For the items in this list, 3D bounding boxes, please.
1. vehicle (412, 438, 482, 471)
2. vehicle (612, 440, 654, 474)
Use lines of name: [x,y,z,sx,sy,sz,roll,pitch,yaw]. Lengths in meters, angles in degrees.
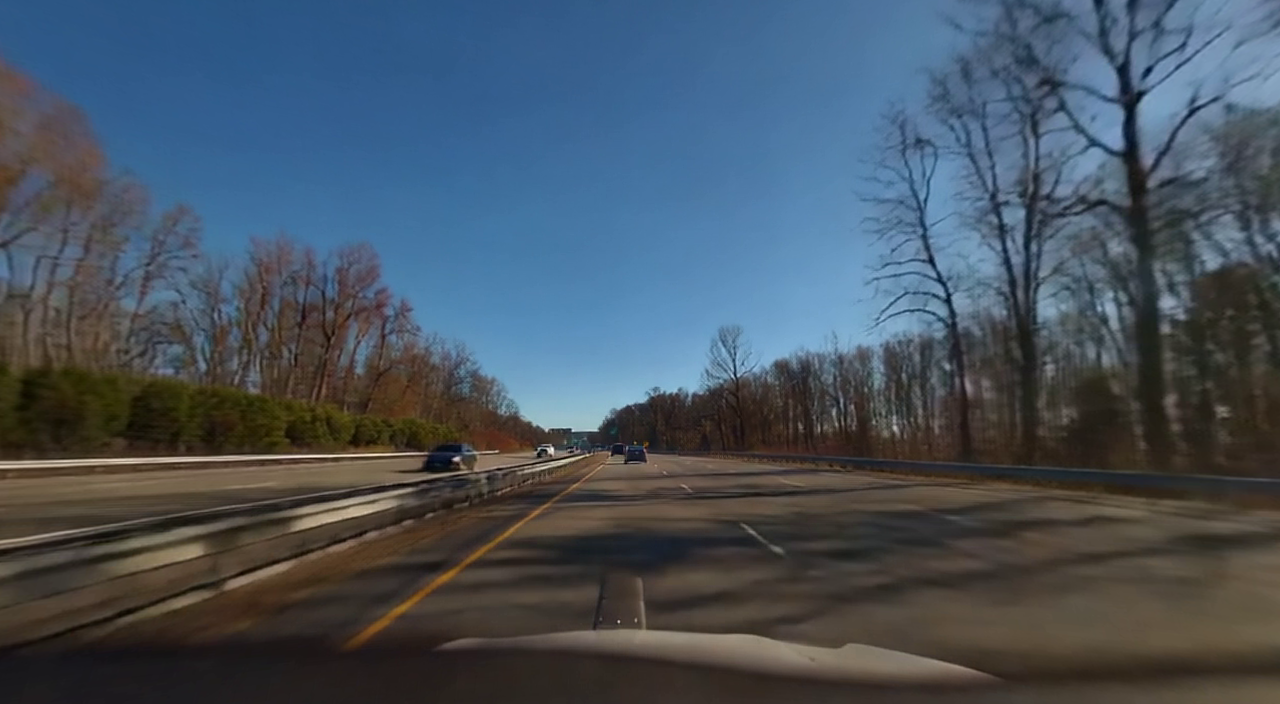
vehicle: [-9.554,5.118,31.478,2.088,1.500,4.613,0,-9,-1]
vehicle: [-0.422,5.725,34.279,2.151,1.693,4.201,0,-9,-1]
